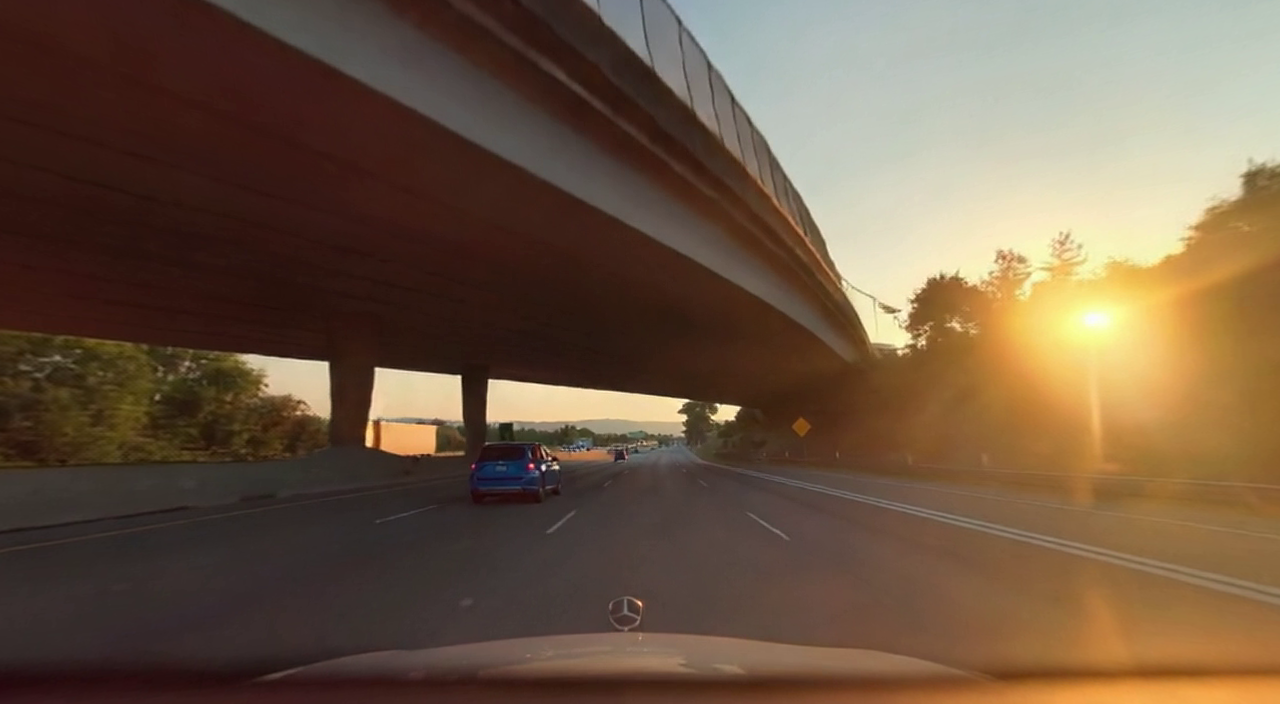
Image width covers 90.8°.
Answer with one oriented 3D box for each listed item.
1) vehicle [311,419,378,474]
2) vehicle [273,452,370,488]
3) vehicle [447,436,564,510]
[{"bbox_3d":[-22.226,7.118,47.672,2.979,3.977,3.790,0,-8,2],"label":"vehicle"},{"bbox_3d":[-14.365,5.322,28.793,1.906,1.458,4.581,0,-8,2],"label":"vehicle"},{"bbox_3d":[-3.250,3.008,16.190,2.016,1.623,4.126,0,-8,1],"label":"vehicle"}]
